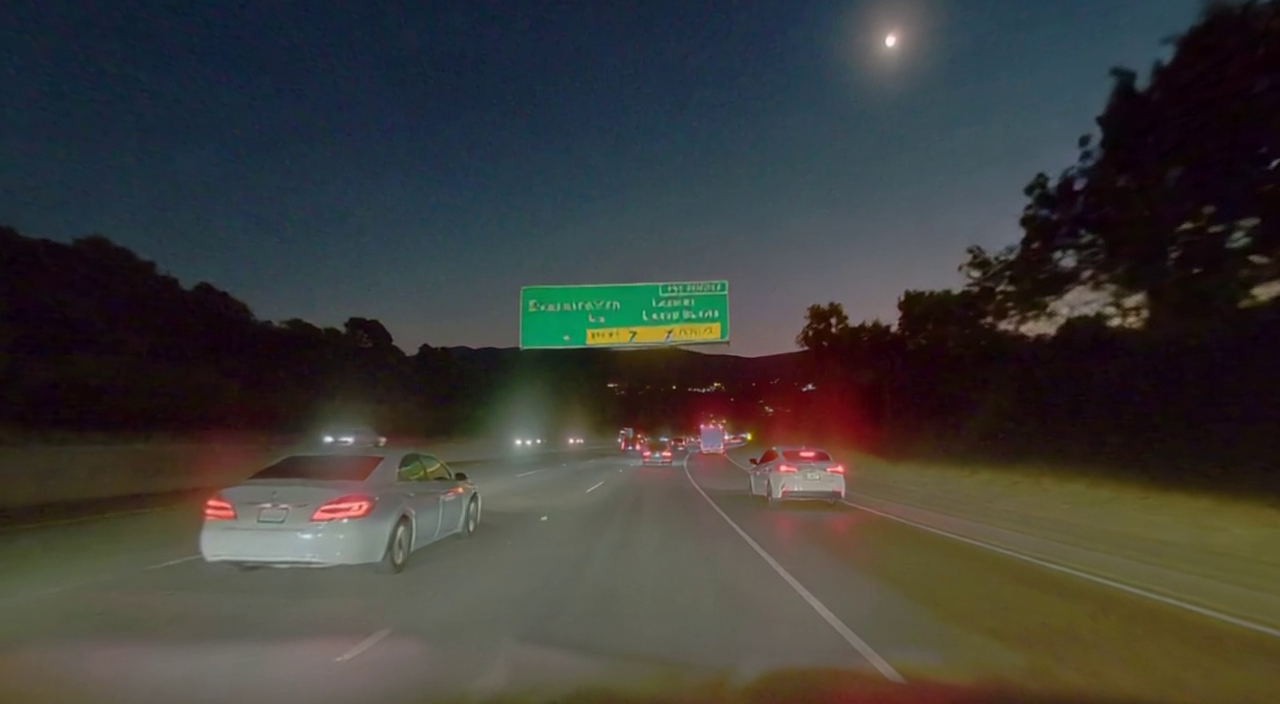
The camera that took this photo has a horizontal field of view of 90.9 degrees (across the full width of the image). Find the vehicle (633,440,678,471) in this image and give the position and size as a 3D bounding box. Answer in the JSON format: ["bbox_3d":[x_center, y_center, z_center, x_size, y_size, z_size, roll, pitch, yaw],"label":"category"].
[{"bbox_3d":[0.873,5.324,32.684,2.202,1.467,3.929,0,-8,3],"label":"vehicle"}]

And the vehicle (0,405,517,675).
[{"bbox_3d":[-2.741,1.408,6.033,2.031,1.491,4.792,0,-8,2],"label":"vehicle"}]

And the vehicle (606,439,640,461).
[{"bbox_3d":[-1.166,7.123,45.985,2.010,1.482,4.230,0,-8,5],"label":"vehicle"}]

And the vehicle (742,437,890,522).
[{"bbox_3d":[3.551,2.636,13.664,2.013,1.464,4.317,1,-8,1],"label":"vehicle"}]
